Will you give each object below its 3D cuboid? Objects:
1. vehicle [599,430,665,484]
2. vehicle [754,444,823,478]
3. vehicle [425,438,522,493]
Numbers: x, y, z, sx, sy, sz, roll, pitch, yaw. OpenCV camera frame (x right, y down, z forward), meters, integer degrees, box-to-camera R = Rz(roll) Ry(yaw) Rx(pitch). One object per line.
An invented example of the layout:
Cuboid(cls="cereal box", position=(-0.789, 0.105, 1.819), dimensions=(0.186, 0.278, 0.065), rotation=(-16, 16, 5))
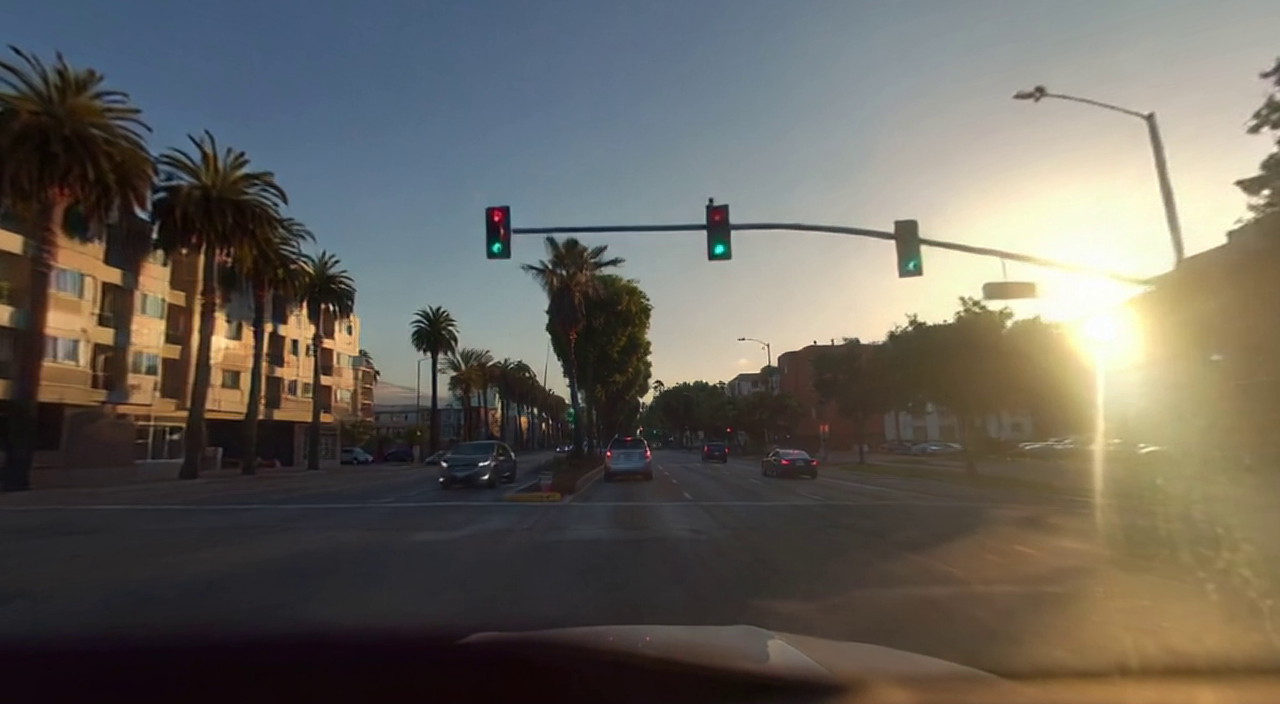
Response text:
Cuboid(cls="vehicle", position=(-0.284, 3.937, 23.821), dimensions=(2.277, 1.816, 4.192), rotation=(0, -8, 0))
Cuboid(cls="vehicle", position=(6.822, 5.056, 29.519), dimensions=(1.975, 1.483, 4.769), rotation=(0, -8, -1))
Cuboid(cls="vehicle", position=(-5.255, 3.596, 20.420), dimensions=(2.028, 1.489, 4.386), rotation=(-3, -8, -1))
